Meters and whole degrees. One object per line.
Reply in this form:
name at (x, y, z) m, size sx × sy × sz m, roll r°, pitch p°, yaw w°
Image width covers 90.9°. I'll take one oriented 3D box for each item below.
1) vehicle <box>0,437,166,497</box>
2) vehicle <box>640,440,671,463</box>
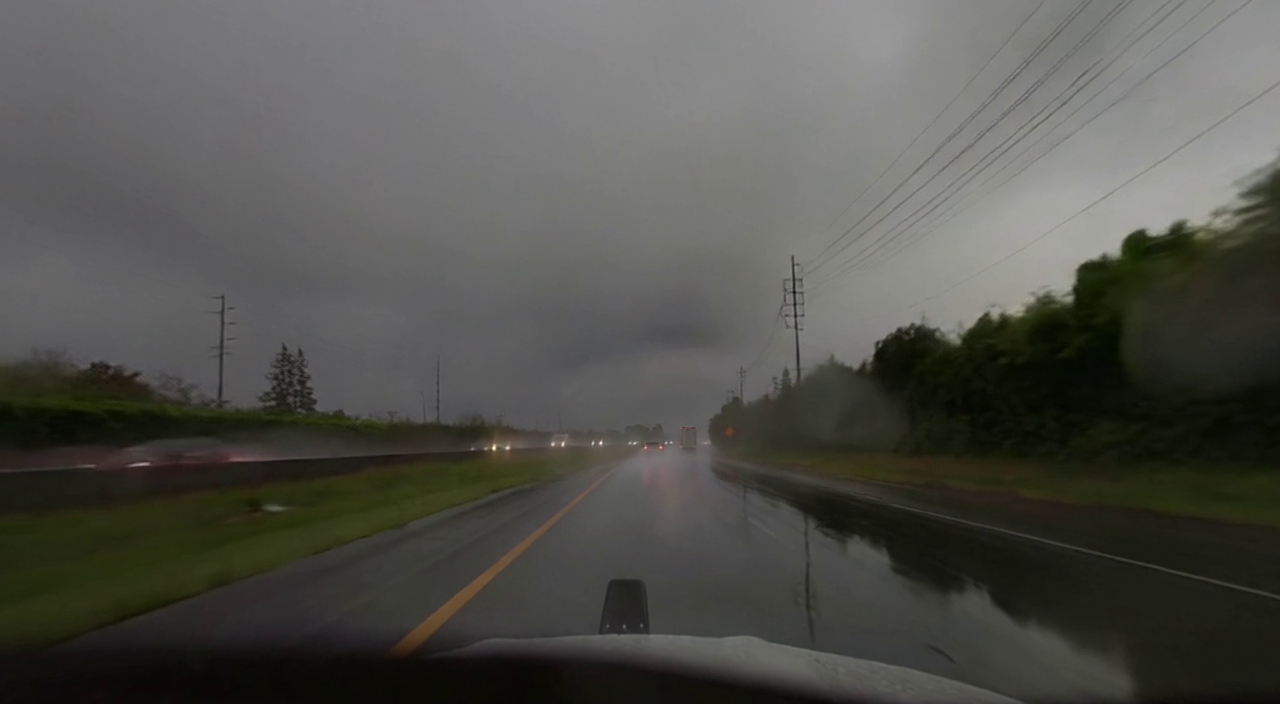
vehicle at (-16.535, 3.327, 18.642) m, size 1.846 × 1.545 × 3.972 m, roll -1°, pitch -8°, yaw 1°
vehicle at (1.168, 7.337, 46.500) m, size 2.192 × 1.556 × 4.132 m, roll -1°, pitch -8°, yaw 2°
